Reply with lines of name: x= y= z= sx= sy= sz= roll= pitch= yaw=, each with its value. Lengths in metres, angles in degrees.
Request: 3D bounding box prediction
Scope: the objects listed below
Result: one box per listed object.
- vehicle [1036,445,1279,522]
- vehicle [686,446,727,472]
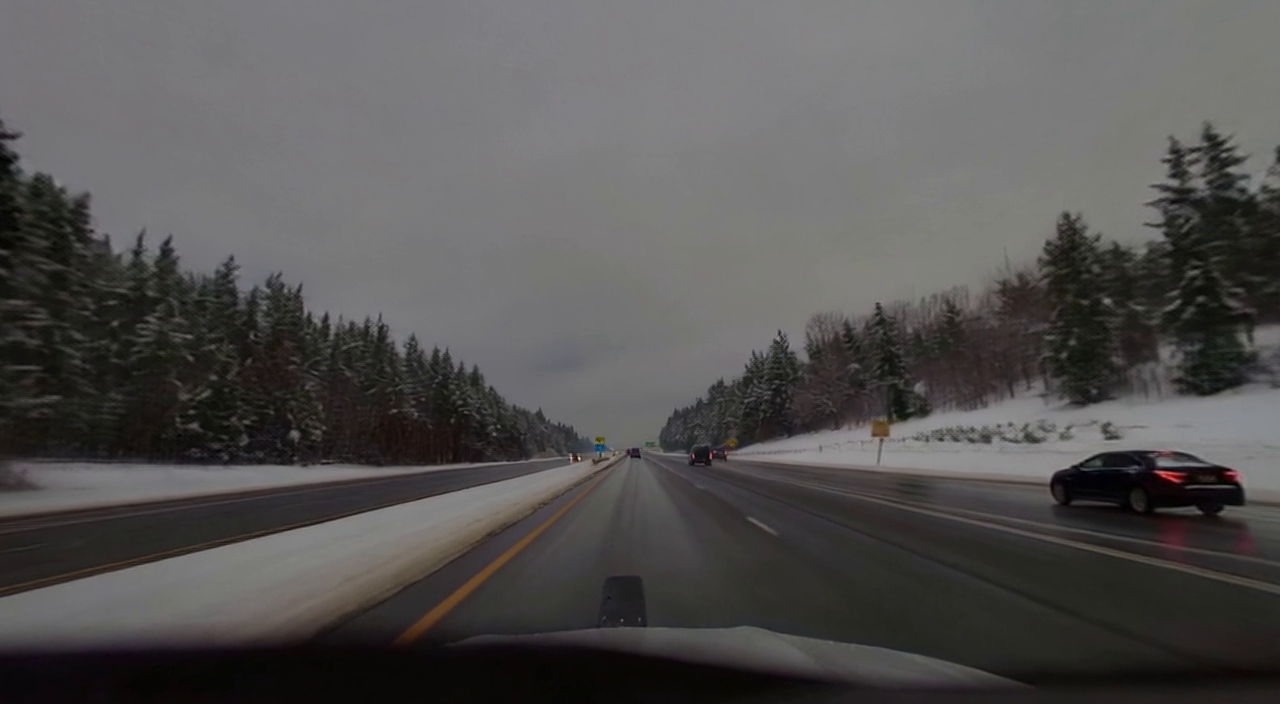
vehicle: x=10.768 y=2.722 z=13.536 sx=1.926 sy=1.386 sz=3.719 roll=0 pitch=-9 yaw=-3
vehicle: x=4.244 y=6.876 z=40.673 sx=2.058 sy=1.605 sz=4.116 roll=0 pitch=-9 yaw=-2
